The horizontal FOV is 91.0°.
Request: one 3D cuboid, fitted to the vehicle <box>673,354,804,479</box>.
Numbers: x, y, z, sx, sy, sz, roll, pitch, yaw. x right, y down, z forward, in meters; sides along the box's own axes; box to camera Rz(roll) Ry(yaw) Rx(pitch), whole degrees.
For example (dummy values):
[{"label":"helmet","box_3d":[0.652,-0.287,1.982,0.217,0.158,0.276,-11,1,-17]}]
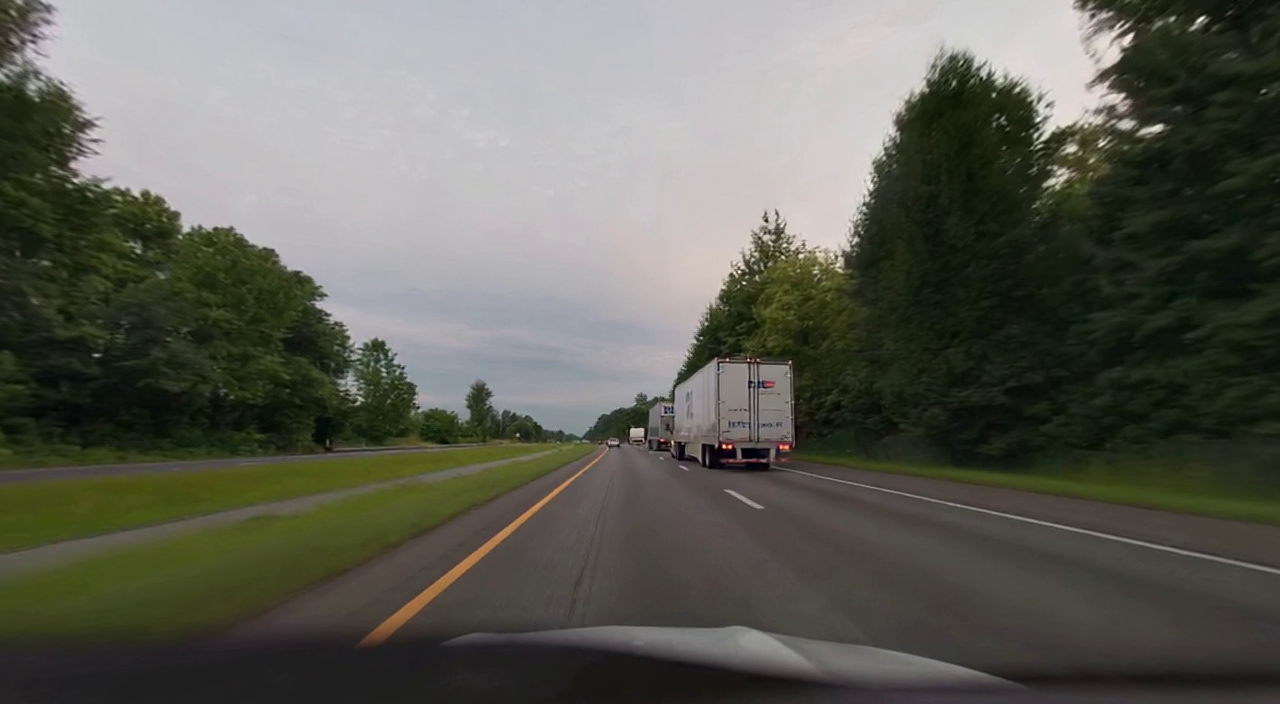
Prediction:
[{"label":"vehicle","box_3d":[3.576,3.098,27.801,2.863,4.031,14.678,0,-8,-2]}]
